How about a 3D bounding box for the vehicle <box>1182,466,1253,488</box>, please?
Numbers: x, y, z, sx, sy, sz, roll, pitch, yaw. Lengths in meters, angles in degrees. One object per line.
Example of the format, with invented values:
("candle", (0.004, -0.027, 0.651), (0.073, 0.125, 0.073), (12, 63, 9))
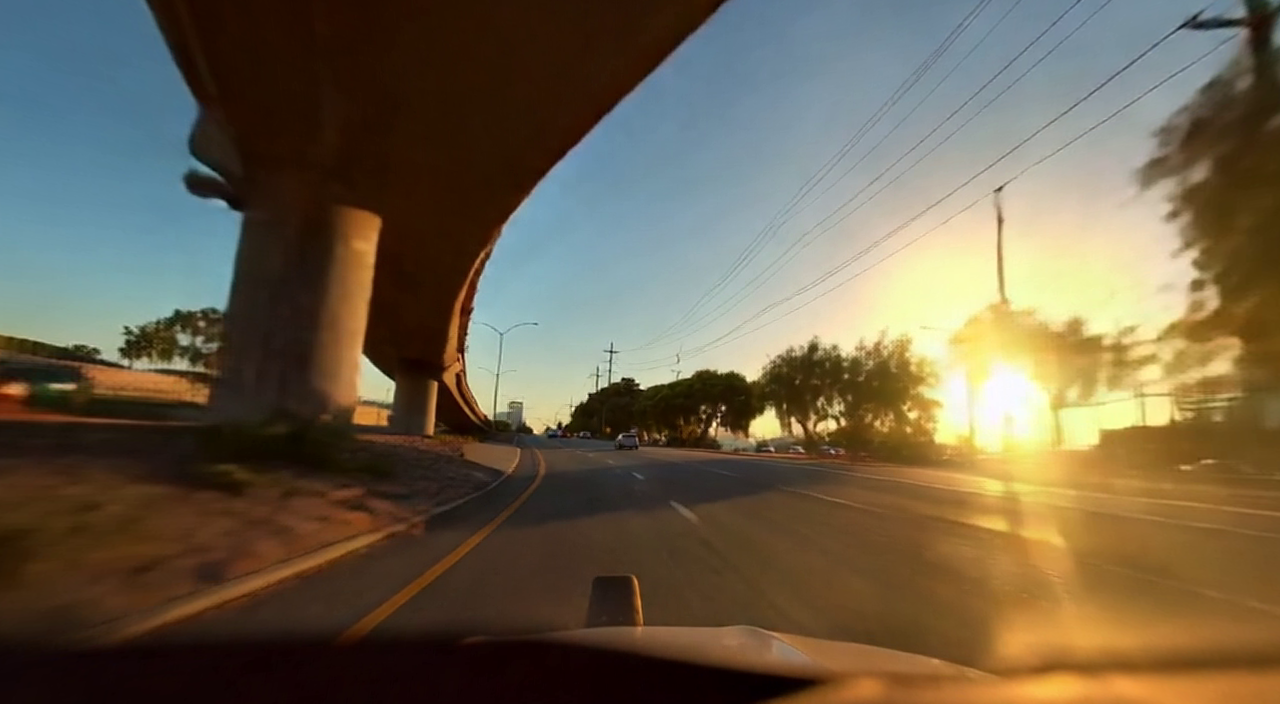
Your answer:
("vehicle", (43.653, 9.416, 47.747), (4.465, 1.431, 1.959), (3, -9, -20))
